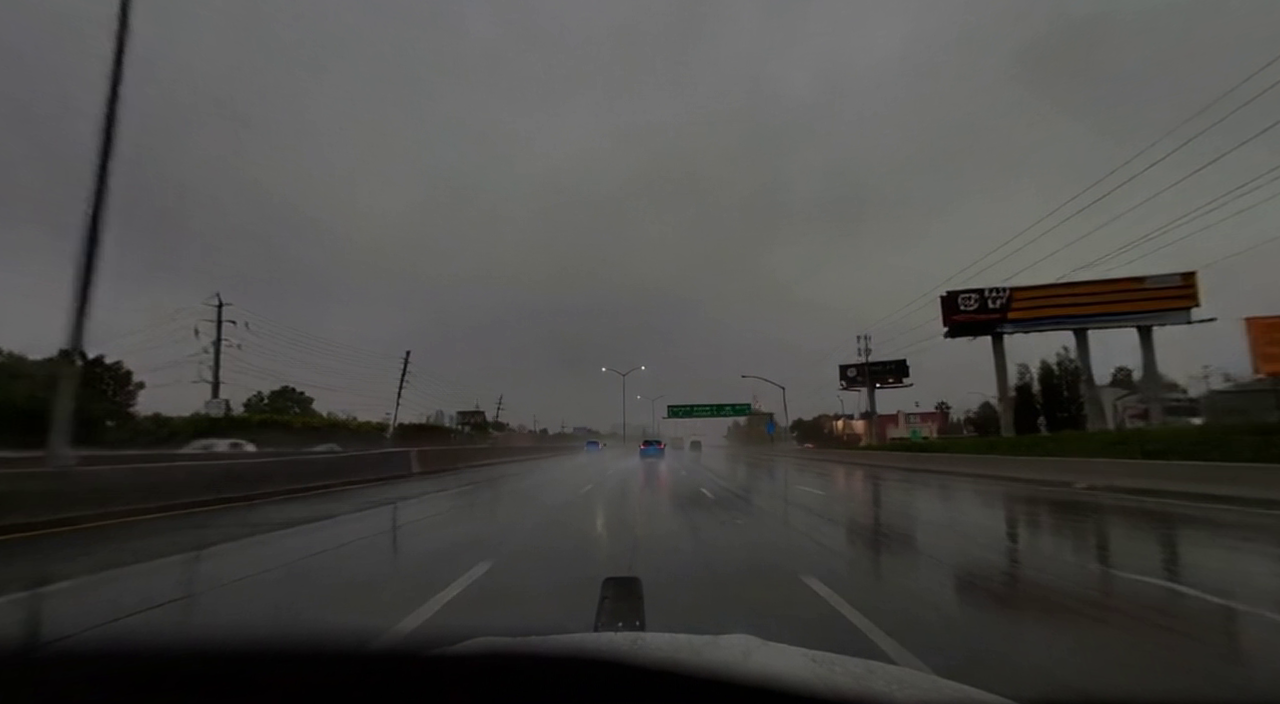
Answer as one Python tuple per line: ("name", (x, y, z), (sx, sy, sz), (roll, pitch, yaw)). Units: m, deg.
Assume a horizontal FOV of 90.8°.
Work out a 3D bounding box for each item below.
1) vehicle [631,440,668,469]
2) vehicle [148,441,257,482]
("vehicle", (0.584, 5.986, 37.126), (2.074, 1.574, 3.971), (-1, -8, 1))
("vehicle", (-15.705, 3.914, 22.884), (1.481, 1.361, 3.357), (-1, -8, 1))
